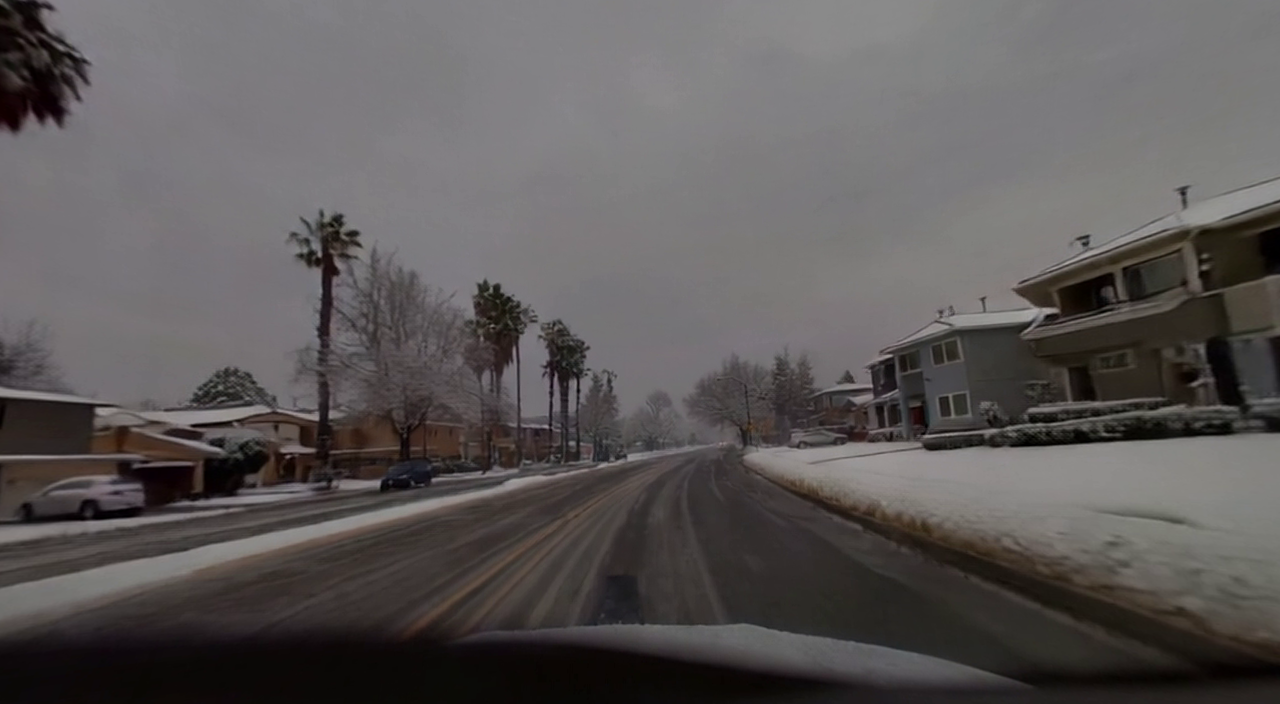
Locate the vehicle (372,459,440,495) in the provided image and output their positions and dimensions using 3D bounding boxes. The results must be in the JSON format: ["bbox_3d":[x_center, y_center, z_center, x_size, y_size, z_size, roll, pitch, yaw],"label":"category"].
[{"bbox_3d":[-12.280,6.549,33.404,1.804,1.498,4.136,-5,-8,4],"label":"vehicle"}]

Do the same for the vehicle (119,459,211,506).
[{"bbox_3d":[-22.187,6.054,29.768,2.075,1.846,4.684,2,-8,-20],"label":"vehicle"}]

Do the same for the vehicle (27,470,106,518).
[{"bbox_3d":[-22.490,5.457,24.703,4.461,1.477,1.862,-8,-11,43],"label":"vehicle"}]
